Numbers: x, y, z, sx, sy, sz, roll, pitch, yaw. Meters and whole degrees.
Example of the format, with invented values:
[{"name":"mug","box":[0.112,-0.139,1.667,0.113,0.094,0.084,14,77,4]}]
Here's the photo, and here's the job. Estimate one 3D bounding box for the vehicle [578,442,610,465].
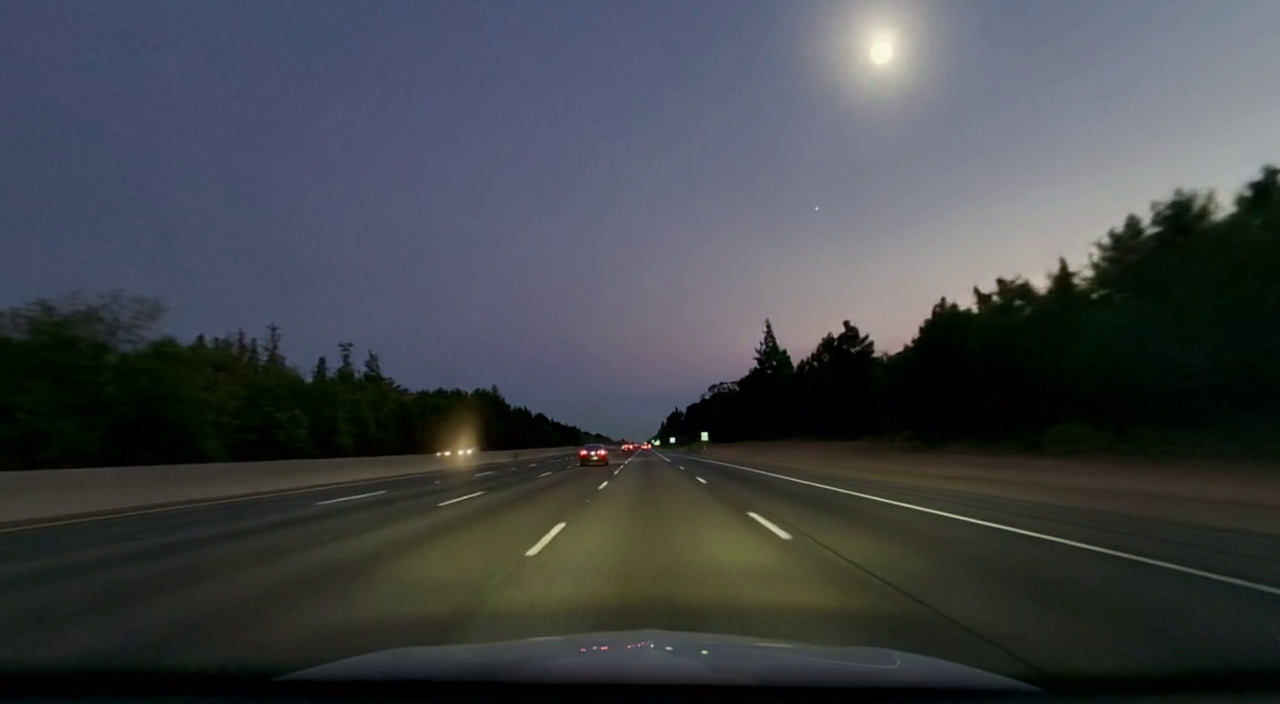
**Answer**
[{"name":"vehicle","box":[-3.246,7.287,45.460,1.993,1.589,3.898,0,-8,1]}]
